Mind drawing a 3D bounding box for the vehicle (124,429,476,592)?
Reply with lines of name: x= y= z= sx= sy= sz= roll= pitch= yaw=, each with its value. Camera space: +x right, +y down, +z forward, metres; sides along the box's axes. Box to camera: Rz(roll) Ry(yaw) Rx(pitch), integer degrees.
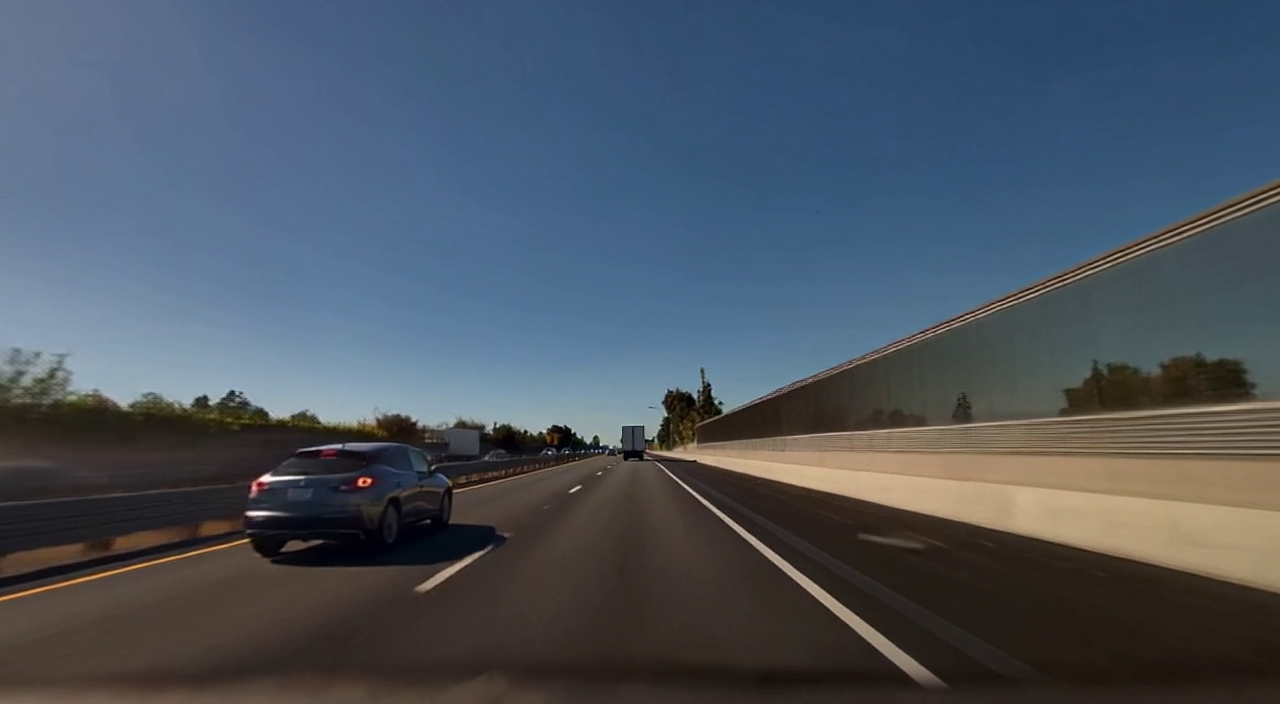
vehicle: x=-3.904 y=1.897 z=8.453 sx=2.118 sy=1.562 sz=4.541 roll=0 pitch=-9 yaw=1
